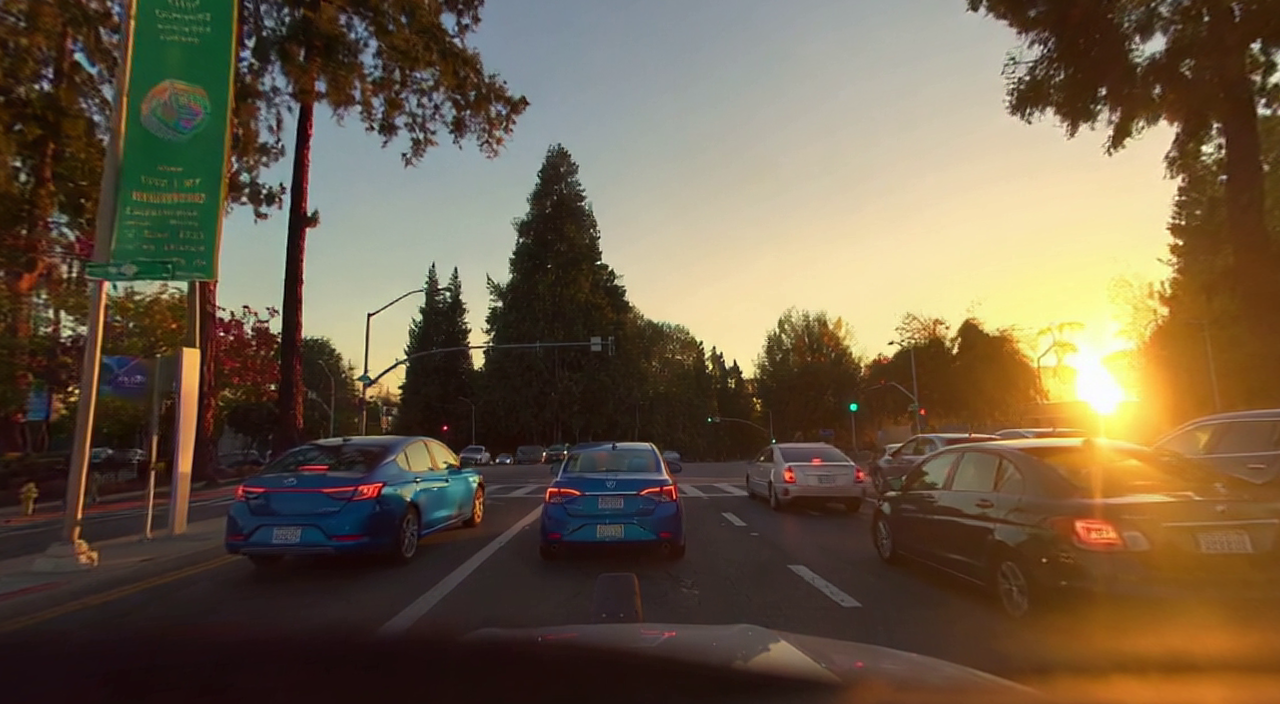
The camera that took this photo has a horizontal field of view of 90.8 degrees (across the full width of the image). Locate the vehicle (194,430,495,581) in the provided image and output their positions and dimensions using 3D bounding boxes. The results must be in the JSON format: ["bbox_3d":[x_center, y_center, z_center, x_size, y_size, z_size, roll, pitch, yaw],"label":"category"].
[{"bbox_3d":[-3.370,1.812,8.291,1.929,1.457,4.136,0,-9,0],"label":"vehicle"}]

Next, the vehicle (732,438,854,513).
[{"bbox_3d":[3.406,2.819,14.873,1.852,1.498,3.825,0,-9,-1],"label":"vehicle"}]

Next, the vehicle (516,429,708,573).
[{"bbox_3d":[-0.314,1.826,8.456,1.994,1.479,3.647,0,-9,-1],"label":"vehicle"}]

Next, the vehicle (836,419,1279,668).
[{"bbox_3d":[3.596,1.480,6.073,1.953,1.471,4.470,0,-9,0],"label":"vehicle"}]
